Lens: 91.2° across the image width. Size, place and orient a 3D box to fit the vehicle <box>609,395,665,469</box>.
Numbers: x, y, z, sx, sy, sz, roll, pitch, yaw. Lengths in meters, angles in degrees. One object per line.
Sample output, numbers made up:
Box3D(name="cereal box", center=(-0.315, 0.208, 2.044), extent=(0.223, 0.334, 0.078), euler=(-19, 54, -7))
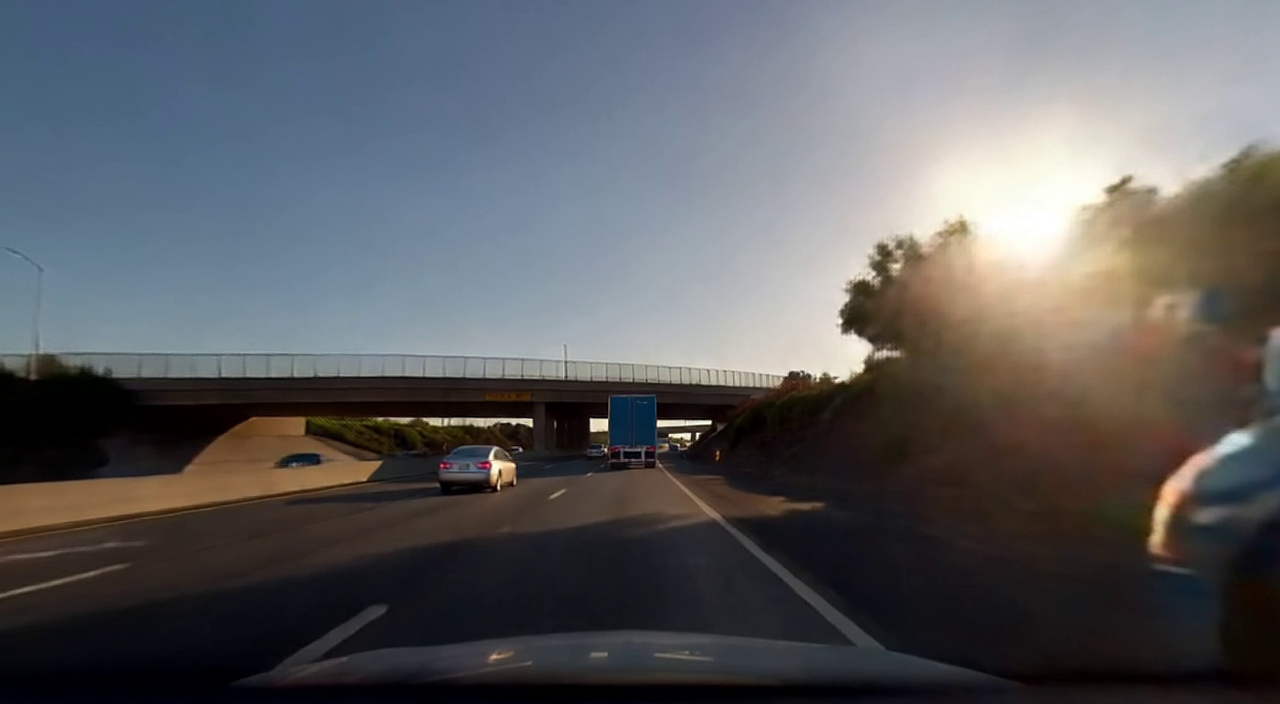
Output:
Box3D(name="vehicle", center=(-0.212, 5.289, 40.249), extent=(3.123, 4.094, 10.812), euler=(0, -9, 0))

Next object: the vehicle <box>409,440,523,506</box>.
Box3D(name="vehicle", center=(-4.366, 3.088, 16.374), extent=(1.895, 1.500, 3.808), euler=(0, -9, 0))

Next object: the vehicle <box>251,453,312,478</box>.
Box3D(name="vehicle", center=(-25.018, 7.906, 43.911), extent=(1.793, 1.566, 4.127), euler=(0, -9, 1))
